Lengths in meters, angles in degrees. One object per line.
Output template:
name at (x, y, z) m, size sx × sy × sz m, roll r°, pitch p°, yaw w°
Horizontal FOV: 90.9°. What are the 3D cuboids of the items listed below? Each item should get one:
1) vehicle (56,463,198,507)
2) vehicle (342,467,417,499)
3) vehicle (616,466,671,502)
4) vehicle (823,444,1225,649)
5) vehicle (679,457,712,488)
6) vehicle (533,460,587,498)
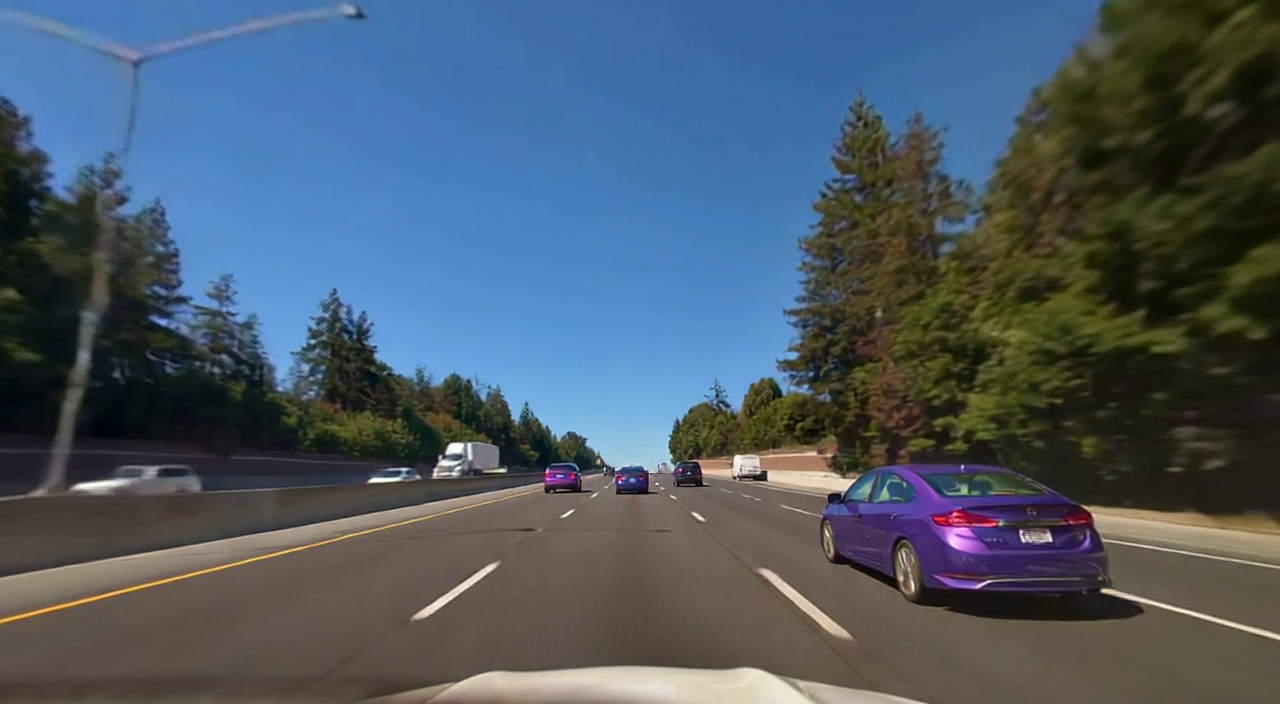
vehicle at (-20.060, 5.208, 24.926) m, size 1.916 × 1.548 × 4.320 m, roll 1°, pitch -10°, yaw 0°
vehicle at (-13.771, 6.944, 33.646) m, size 1.960 × 1.494 × 4.650 m, roll 1°, pitch -10°, yaw 1°
vehicle at (0.143, 5.832, 28.007) m, size 2.241 × 1.425 × 3.973 m, roll 1°, pitch -10°, yaw 0°
vehicle at (3.586, 1.881, 6.915) m, size 1.938 × 1.561 × 3.786 m, roll 1°, pitch -10°, yaw -1°
vehicle at (4.116, 8.986, 47.082) m, size 2.030 × 2.172 × 3.621 m, roll 1°, pitch -10°, yaw -1°
vehicle at (-3.871, 6.277, 31.353) m, size 2.021 × 1.706 × 4.247 m, roll 1°, pitch -10°, yaw 1°
